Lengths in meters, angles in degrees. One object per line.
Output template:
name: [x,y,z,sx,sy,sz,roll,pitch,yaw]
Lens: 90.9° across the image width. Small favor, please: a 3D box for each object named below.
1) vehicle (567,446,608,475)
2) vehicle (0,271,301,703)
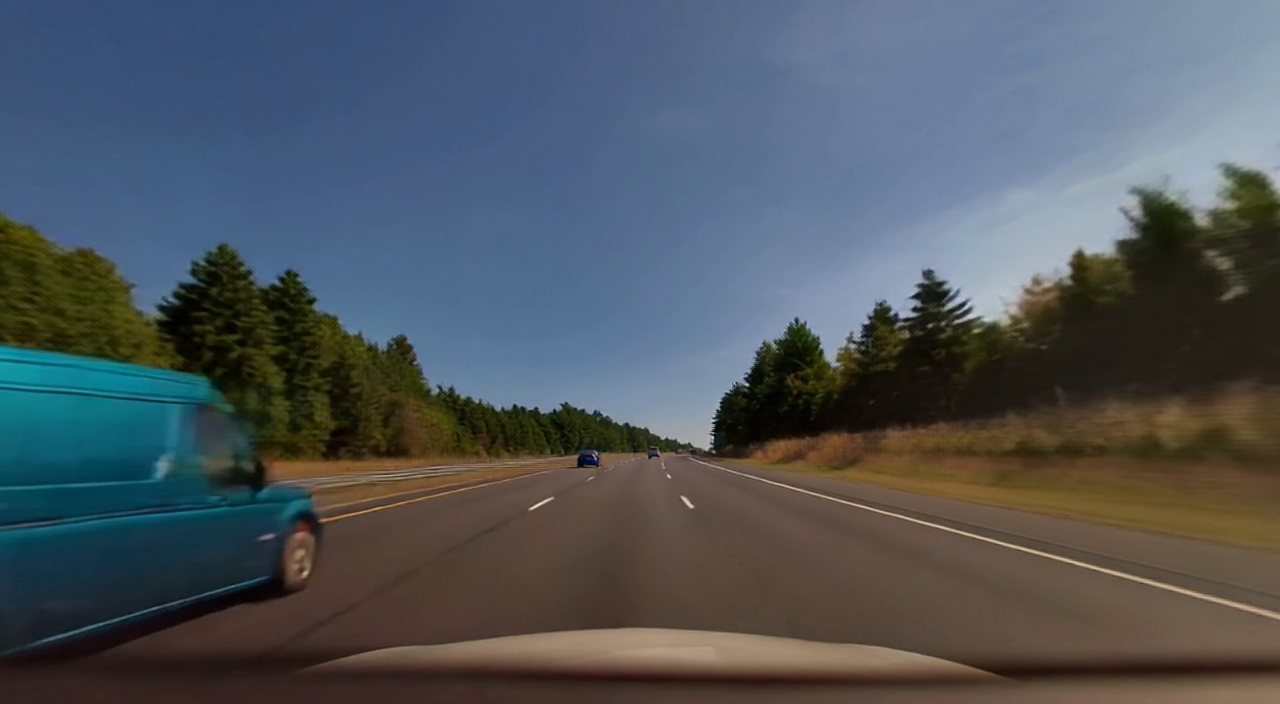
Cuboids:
vehicle: [-2.993,6.307,36.833,1.959,1.571,4.313,0,-9,1]
vehicle: [-3.842,0.646,2.435,2.219,2.033,4.911,0,-9,1]
